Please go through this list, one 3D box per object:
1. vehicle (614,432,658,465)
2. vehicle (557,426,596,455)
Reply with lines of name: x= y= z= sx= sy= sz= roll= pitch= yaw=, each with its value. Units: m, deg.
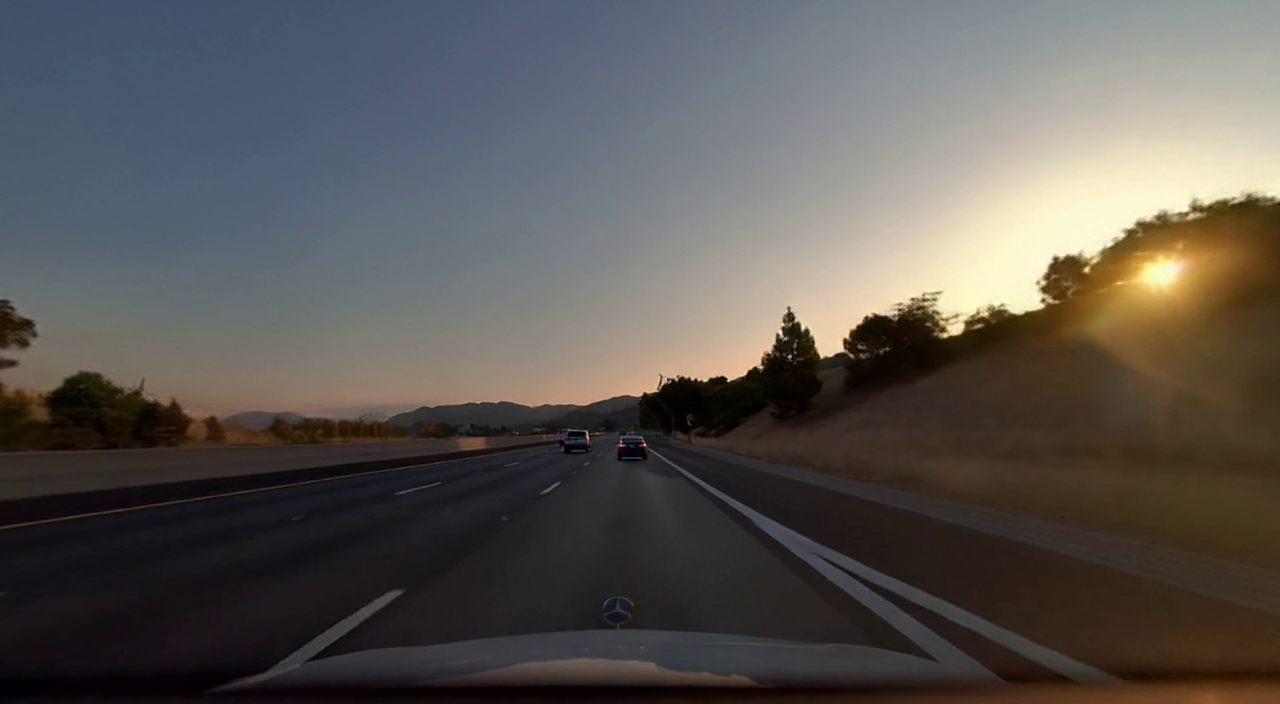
vehicle: x=-0.257 y=4.599 z=30.114 sx=1.948 sy=1.470 sz=3.913 roll=0 pitch=-8 yaw=-2
vehicle: x=-4.368 y=6.191 z=43.998 sx=2.251 sy=1.938 sz=4.708 roll=0 pitch=-8 yaw=0
